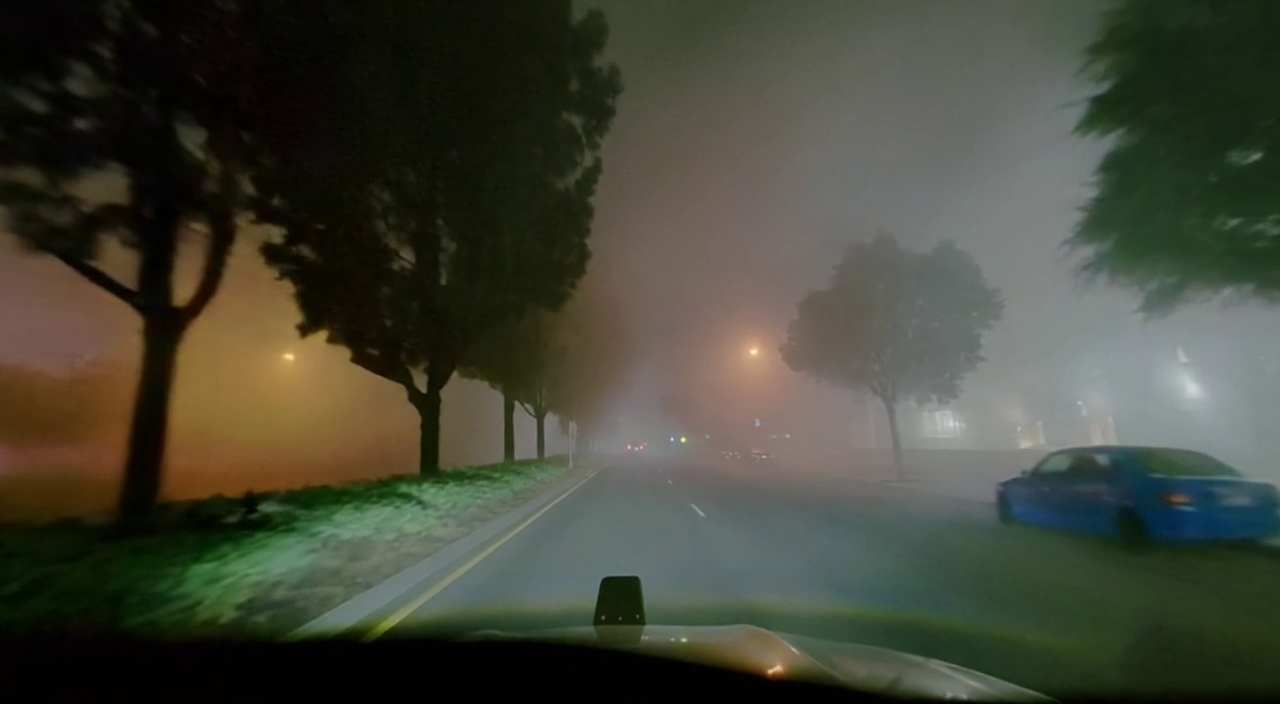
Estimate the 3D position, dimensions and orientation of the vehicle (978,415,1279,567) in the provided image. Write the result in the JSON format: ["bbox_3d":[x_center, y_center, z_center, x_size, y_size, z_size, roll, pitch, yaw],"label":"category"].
[{"bbox_3d":[7.877,2.054,10.158,2.167,1.848,4.713,0,-8,-1],"label":"vehicle"}]

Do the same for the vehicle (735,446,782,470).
[{"bbox_3d":[7.498,6.721,40.399,1.991,1.446,4.685,0,-8,-1],"label":"vehicle"}]
